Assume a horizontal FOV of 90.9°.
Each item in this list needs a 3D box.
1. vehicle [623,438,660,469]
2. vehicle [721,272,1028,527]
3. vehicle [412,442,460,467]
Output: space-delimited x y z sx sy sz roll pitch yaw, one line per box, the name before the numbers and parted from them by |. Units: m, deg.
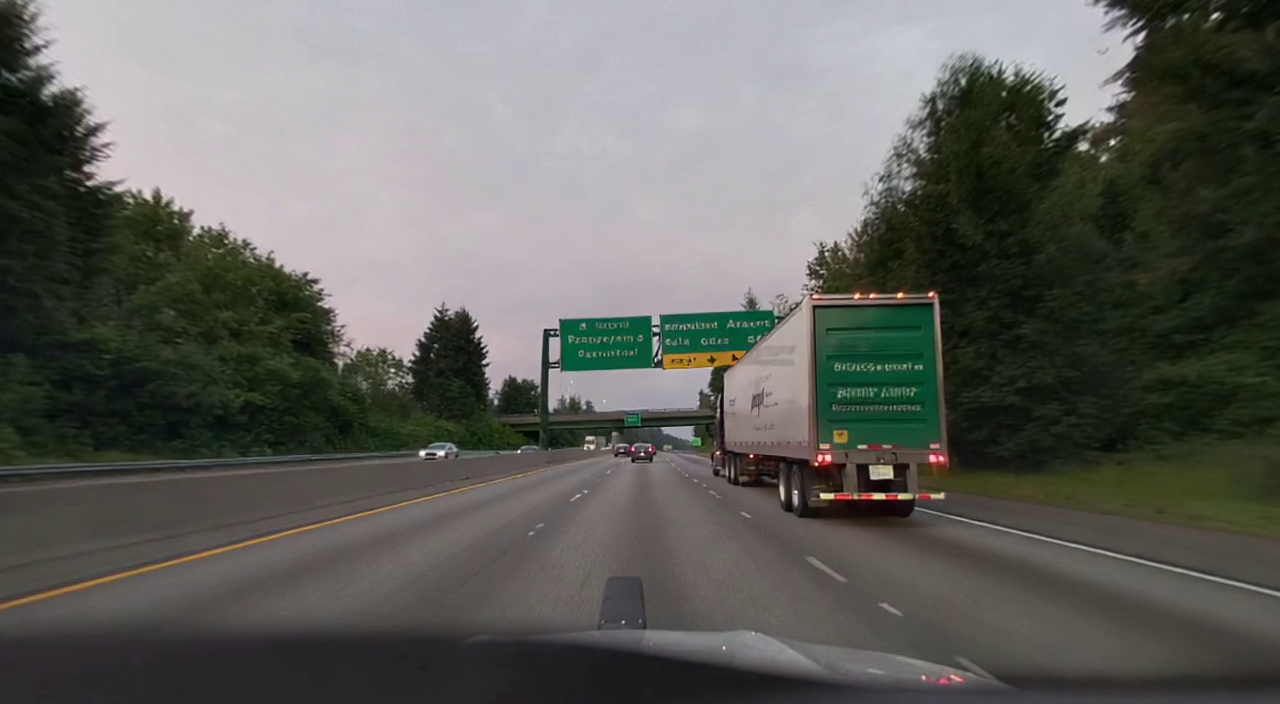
vehicle | 0.073 6.036 37.555 2.067 1.690 3.901 0 -9 0
vehicle | 4.512 1.747 16.818 3.011 4.028 13.890 0 -9 1
vehicle | -14.961 7.538 46.401 1.894 1.765 4.604 0 -9 1
